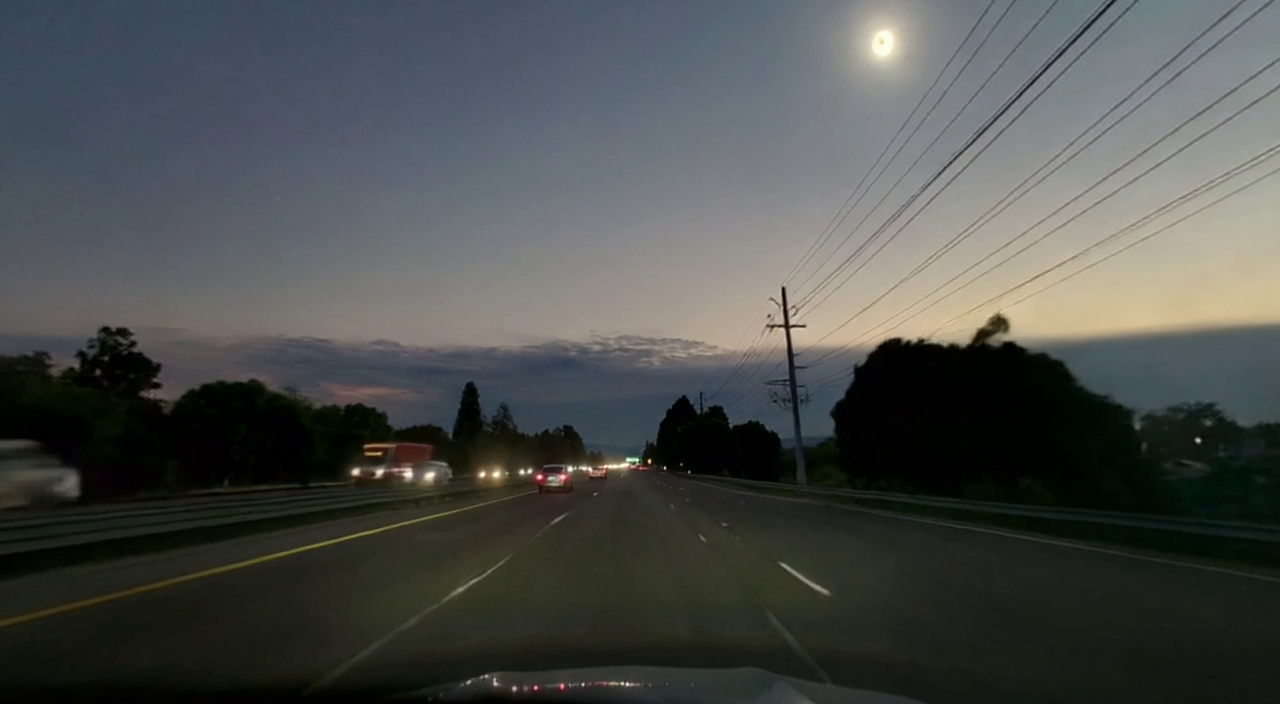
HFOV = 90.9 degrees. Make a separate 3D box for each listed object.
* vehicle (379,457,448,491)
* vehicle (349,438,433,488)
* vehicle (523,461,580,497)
[{"bbox_3d":[-12.803,6.940,35.932,1.995,1.788,4.925,1,-11,1],"label":"vehicle"},{"bbox_3d":[-17.509,7.961,44.966,2.548,3.168,8.075,1,-11,0],"label":"vehicle"},{"bbox_3d":[-3.972,5.831,29.063,1.963,1.501,4.227,1,-11,0],"label":"vehicle"}]
